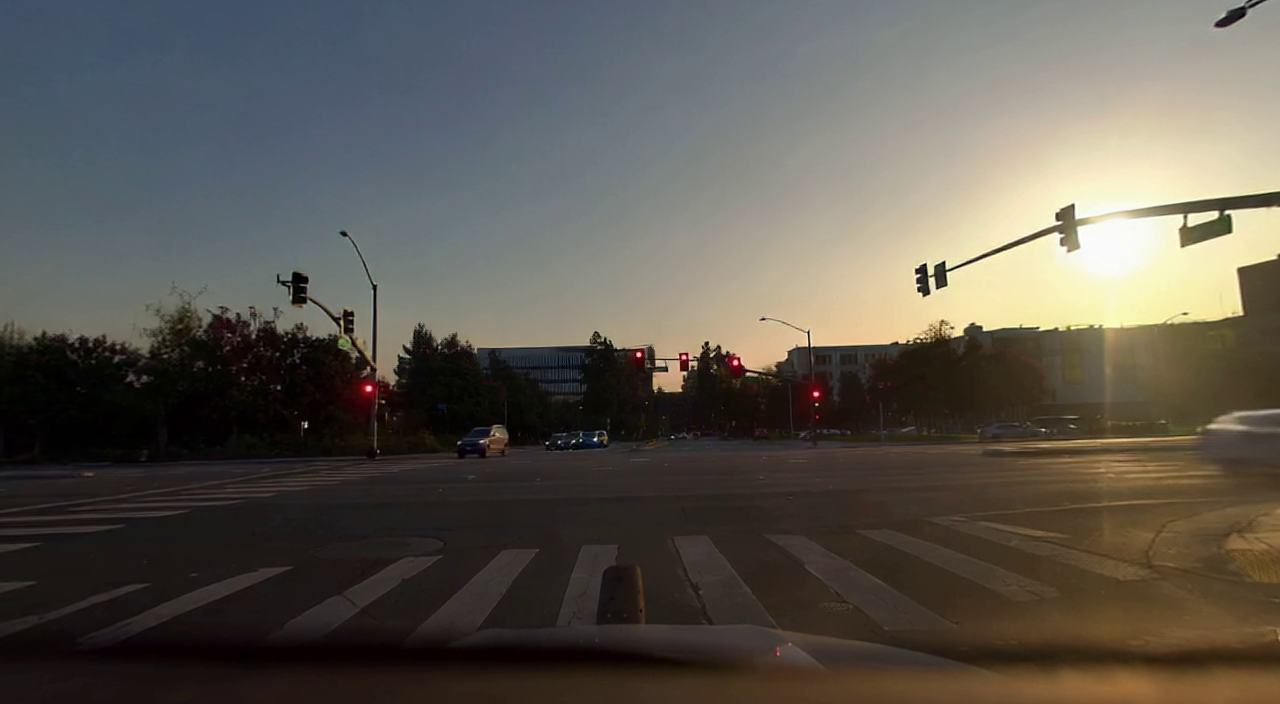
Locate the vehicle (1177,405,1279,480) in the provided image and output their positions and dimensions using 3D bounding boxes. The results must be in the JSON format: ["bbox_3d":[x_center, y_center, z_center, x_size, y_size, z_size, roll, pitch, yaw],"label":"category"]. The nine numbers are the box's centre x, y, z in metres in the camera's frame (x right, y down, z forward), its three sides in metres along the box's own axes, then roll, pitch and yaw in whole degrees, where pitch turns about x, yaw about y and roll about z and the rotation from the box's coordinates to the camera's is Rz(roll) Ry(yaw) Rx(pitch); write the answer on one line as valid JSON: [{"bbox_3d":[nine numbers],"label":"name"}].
[{"bbox_3d":[16.141,2.137,14.915,5.300,1.584,2.142,1,-9,-9],"label":"vehicle"}]

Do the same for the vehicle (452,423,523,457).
[{"bbox_3d":[-8.996,5.272,37.713,2.000,1.864,5.044,-2,-9,13],"label":"vehicle"}]

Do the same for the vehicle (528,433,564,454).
[{"bbox_3d":[-7.303,7.164,49.269,2.054,1.536,3.927,0,-9,3],"label":"vehicle"}]

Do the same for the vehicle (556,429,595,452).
[{"bbox_3d":[-4.421,6.175,43.776,1.919,1.467,4.086,-1,-9,5],"label":"vehicle"}]
